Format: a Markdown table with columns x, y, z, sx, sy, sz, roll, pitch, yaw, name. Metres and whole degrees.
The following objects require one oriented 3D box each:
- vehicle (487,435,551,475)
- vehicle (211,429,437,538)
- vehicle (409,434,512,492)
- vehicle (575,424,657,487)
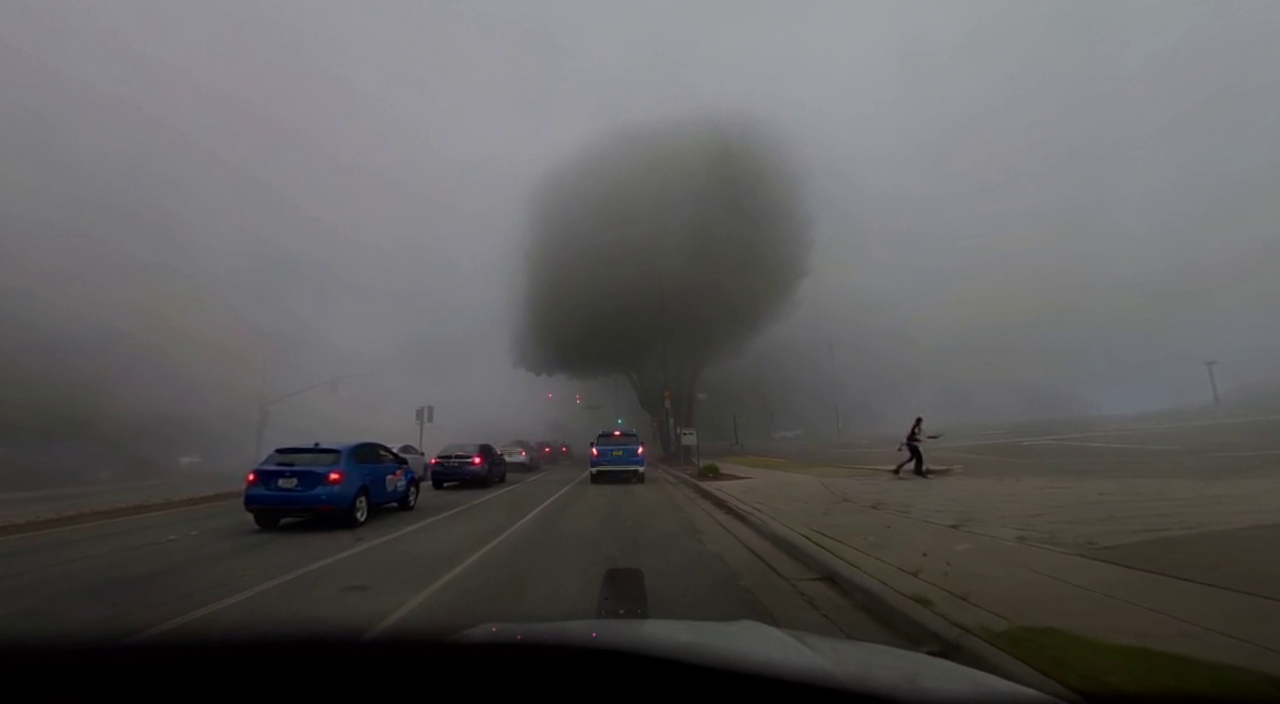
| x | y | z | sx | sy | sz | roll | pitch | yaw | name |
| --- | --- | --- | --- | --- | --- | --- | --- | --- | --- |
| -5.724 | 4.947 | 30.496 | 2.188 | 1.774 | 4.477 | 0 | -9 | 0 | vehicle |
| -5.424 | 2.295 | 11.618 | 2.069 | 1.616 | 4.108 | 0 | -9 | -1 | vehicle |
| -5.632 | 3.541 | 20.517 | 2.010 | 1.674 | 4.484 | 0 | -9 | 0 | vehicle |
| -0.781 | 3.348 | 20.638 | 2.368 | 1.829 | 4.293 | 0 | -9 | -2 | vehicle |
